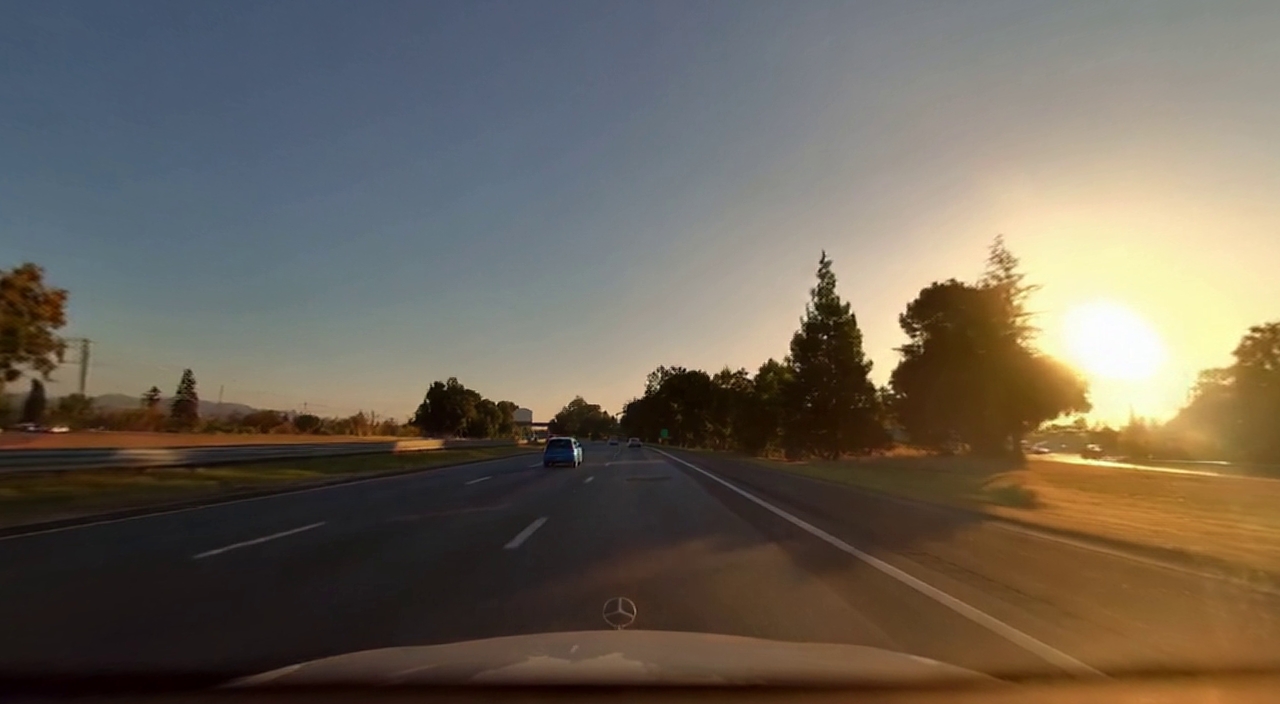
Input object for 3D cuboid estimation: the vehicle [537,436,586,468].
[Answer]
[{"bbox_3d":[-3.979,5.124,32.539,2.008,1.567,3.959,0,-8,0],"label":"vehicle"}]
